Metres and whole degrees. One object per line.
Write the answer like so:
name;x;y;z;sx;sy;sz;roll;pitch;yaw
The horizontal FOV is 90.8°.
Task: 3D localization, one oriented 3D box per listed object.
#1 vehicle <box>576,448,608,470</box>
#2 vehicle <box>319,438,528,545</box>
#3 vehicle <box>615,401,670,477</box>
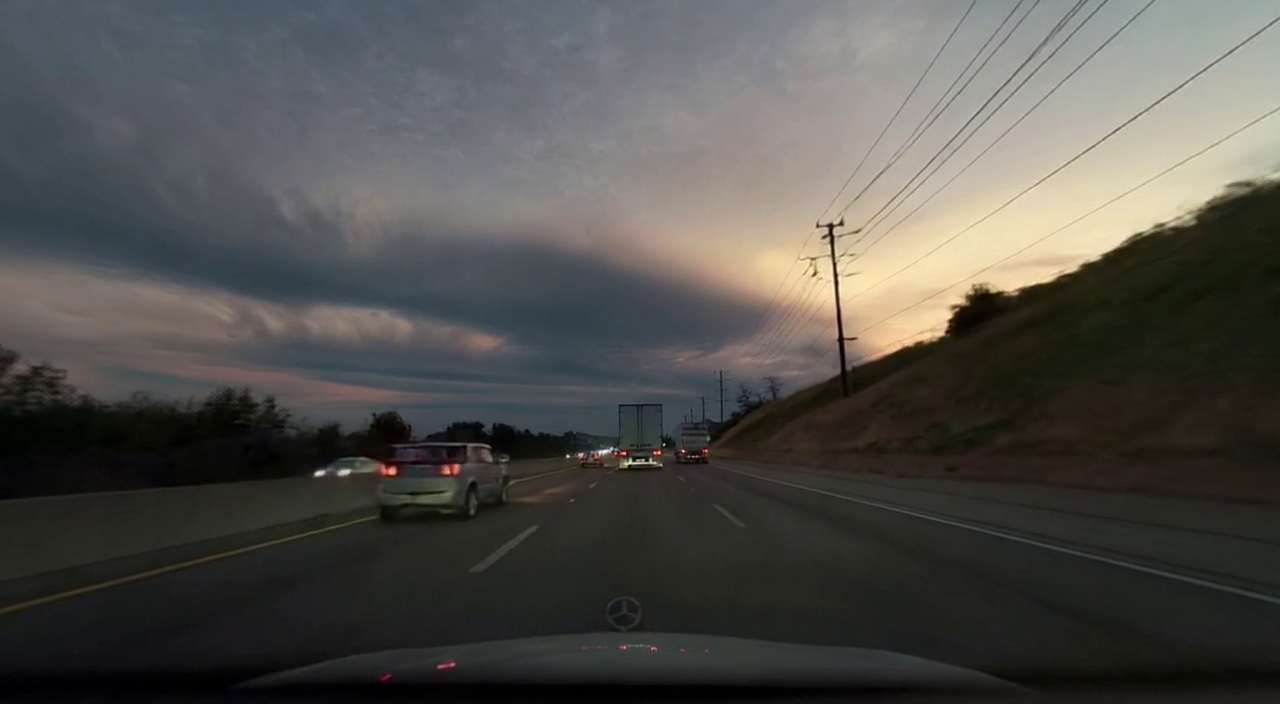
vehicle;-3.731;8.412;49.948;2.170;1.657;4.573;0;-9;1
vehicle;-3.574;2.398;11.600;2.128;1.533;4.694;0;-9;1
vehicle;0.222;5.521;39.401;2.985;4.025;10.982;0;-9;1
